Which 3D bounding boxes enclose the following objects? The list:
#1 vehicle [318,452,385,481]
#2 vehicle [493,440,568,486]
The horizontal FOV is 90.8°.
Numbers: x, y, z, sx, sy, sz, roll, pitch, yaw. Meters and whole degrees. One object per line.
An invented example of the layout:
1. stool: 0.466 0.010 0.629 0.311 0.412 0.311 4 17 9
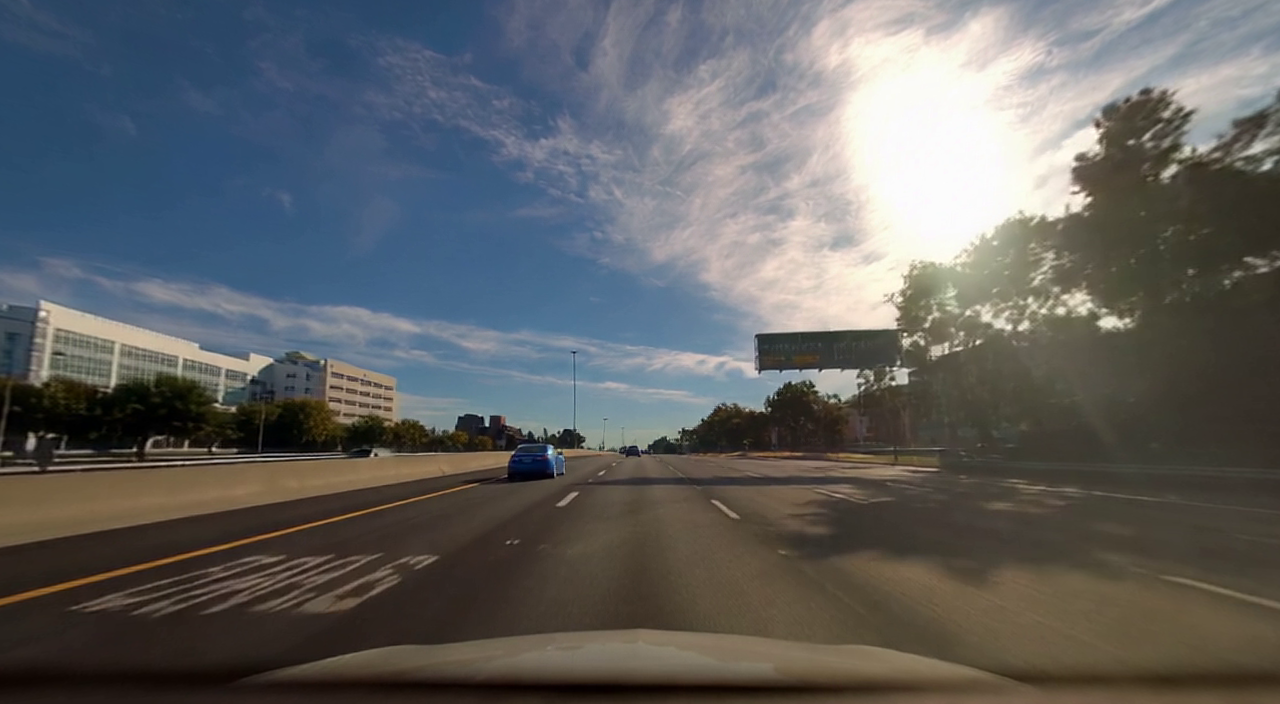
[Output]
1. vehicle: -16.946 6.715 37.313 1.907 1.498 4.348 0 -8 0
2. vehicle: -3.873 4.011 23.131 1.900 1.492 4.495 0 -8 0
